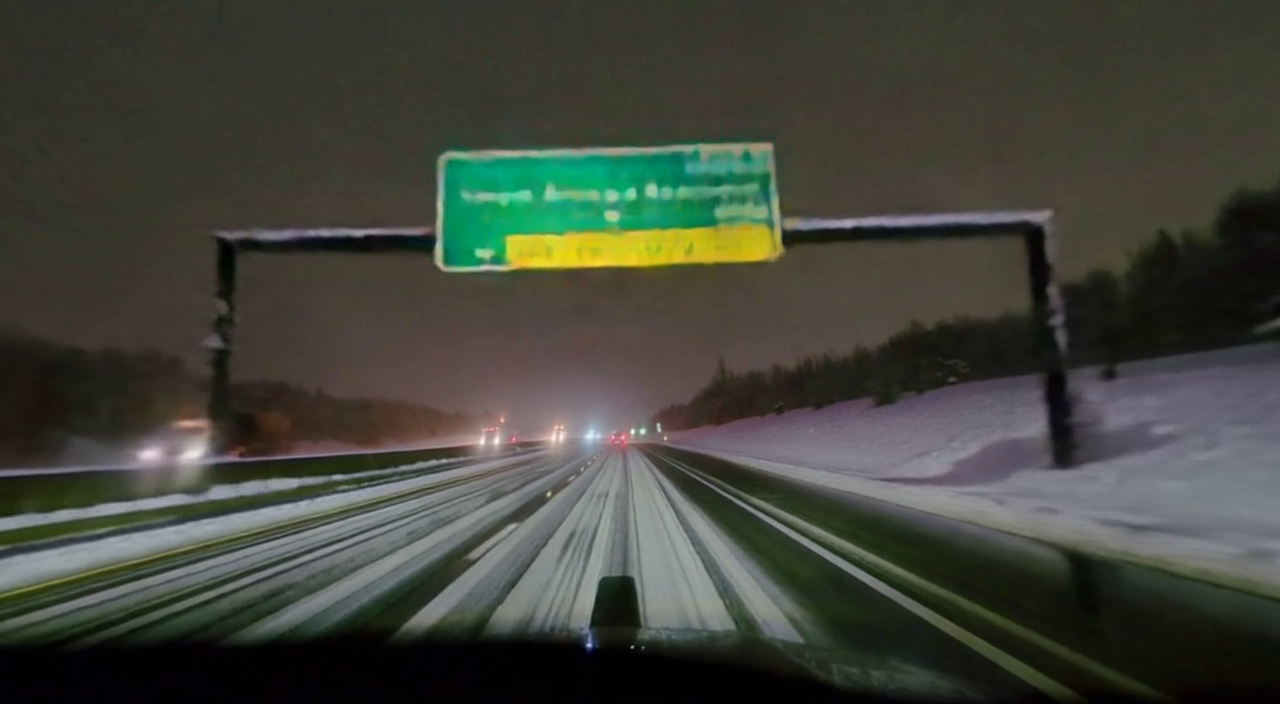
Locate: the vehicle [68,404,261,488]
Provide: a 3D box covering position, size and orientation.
[{"bbox_3d":[-17.993,3.568,24.508,2.546,2.779,6.379,0,-7,-1],"label":"vehicle"}]
